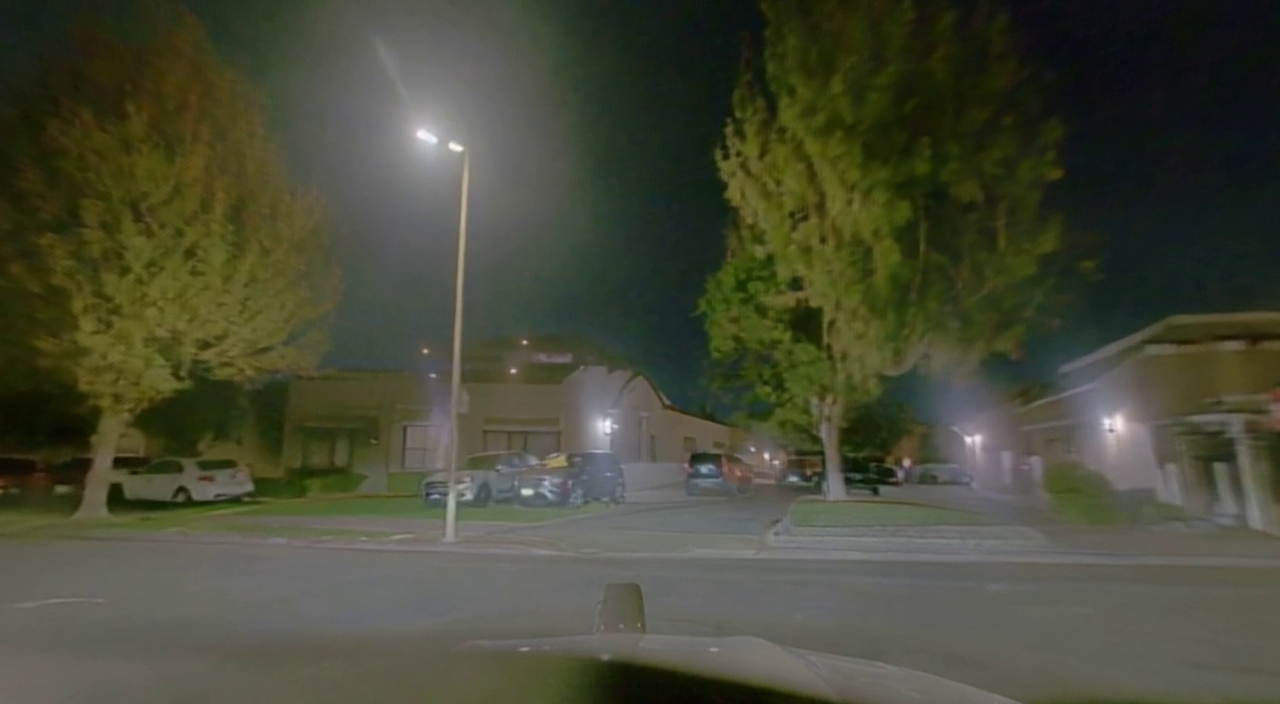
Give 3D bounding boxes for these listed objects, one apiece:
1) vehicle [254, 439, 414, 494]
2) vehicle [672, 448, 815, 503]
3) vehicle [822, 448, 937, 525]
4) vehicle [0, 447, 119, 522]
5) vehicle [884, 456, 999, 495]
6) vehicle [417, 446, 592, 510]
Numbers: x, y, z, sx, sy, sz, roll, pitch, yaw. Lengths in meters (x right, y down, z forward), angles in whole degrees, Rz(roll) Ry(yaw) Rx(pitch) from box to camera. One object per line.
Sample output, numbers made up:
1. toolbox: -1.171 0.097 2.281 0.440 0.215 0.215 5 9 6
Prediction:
1. vehicle: -19.512 7.226 40.146 9.384 3.230 2.928 -2 -9 15
2. vehicle: 4.225 4.861 25.146 5.798 1.920 2.267 7 -11 -37
3. vehicle: 7.106 3.972 19.375 2.305 1.962 5.685 -1 -9 11
4. vehicle: -19.745 3.958 19.269 6.027 1.893 2.282 0 -8 11
5. vehicle: 15.644 6.367 32.750 5.004 1.797 1.946 -7 -12 41
6. vehicle: -4.058 3.778 19.148 4.778 1.753 1.959 -1 -9 12
